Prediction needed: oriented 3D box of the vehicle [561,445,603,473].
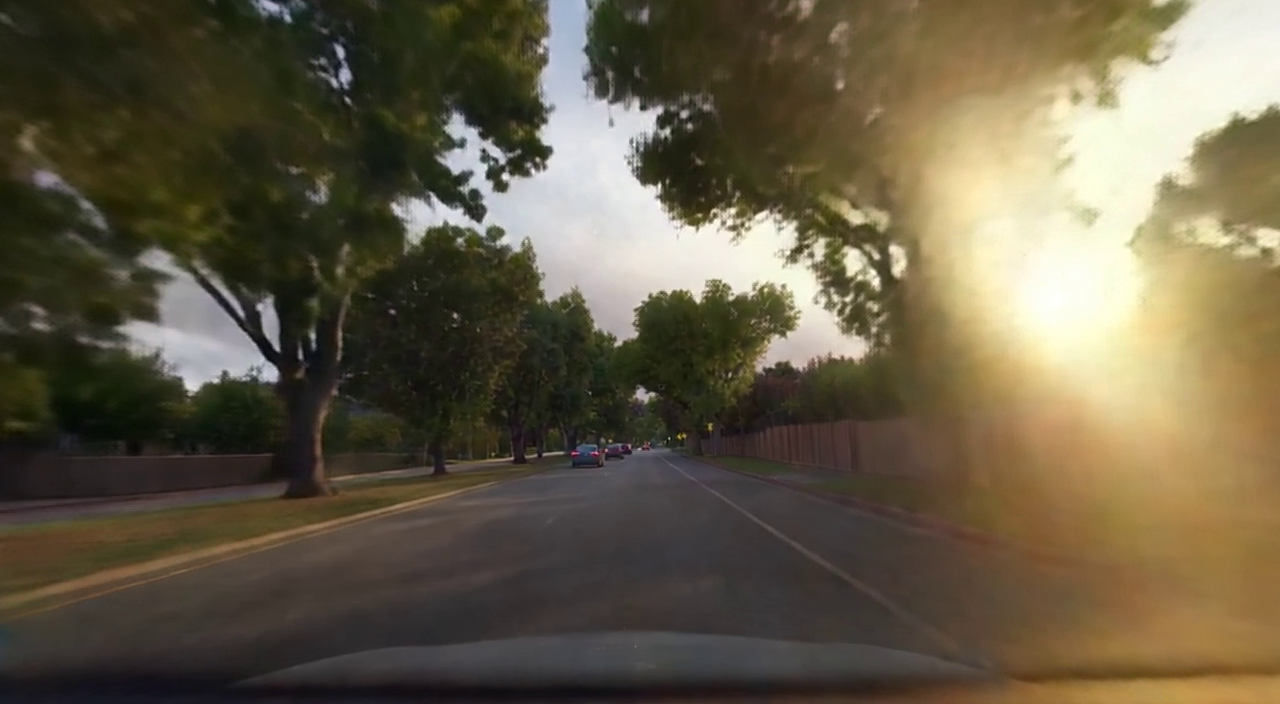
[{"bbox_3d":[-3.140,5.867,34.796,1.870,1.431,4.317,0,-8,1],"label":"vehicle"}]
